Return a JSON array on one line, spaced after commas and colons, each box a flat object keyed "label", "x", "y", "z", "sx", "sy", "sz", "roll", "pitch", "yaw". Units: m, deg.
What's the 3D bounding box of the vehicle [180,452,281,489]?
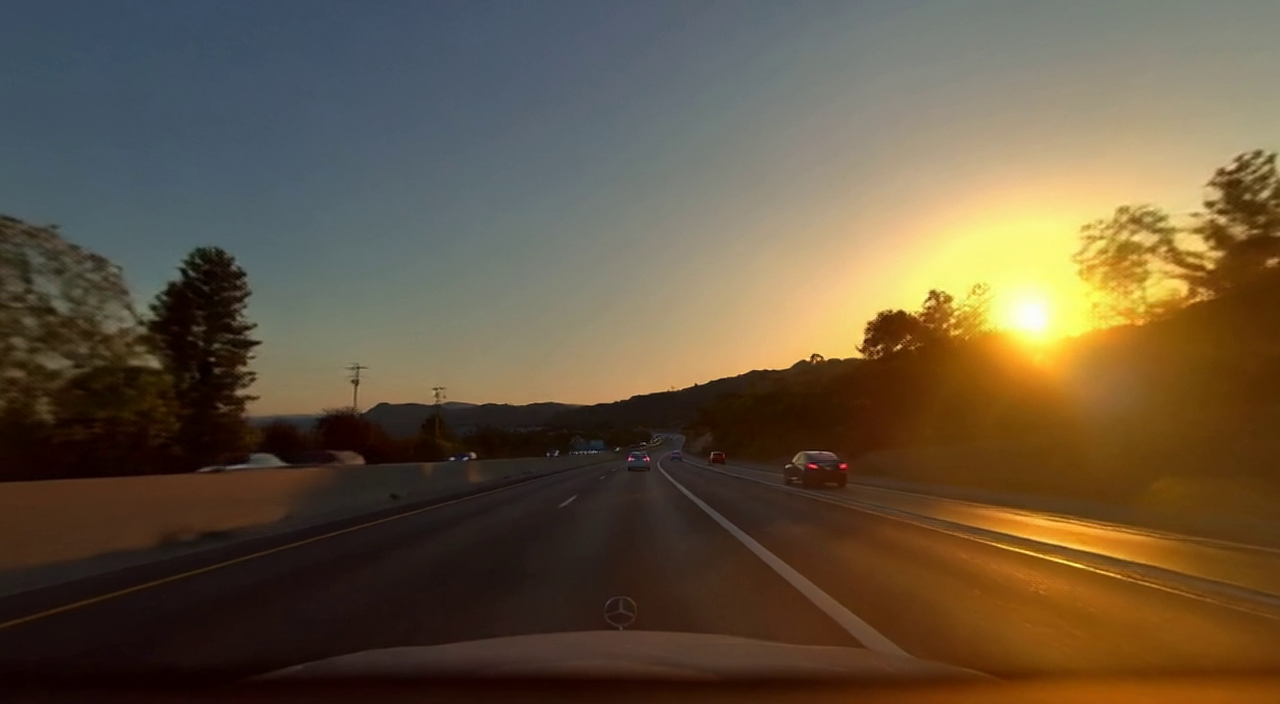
[{"label": "vehicle", "x": -19.067, "y": 5.510, "z": 29.424, "sx": 1.892, "sy": 1.558, "sz": 4.148, "roll": 0, "pitch": -9, "yaw": 0}]

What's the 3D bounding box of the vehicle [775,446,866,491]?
[{"label": "vehicle", "x": 6.783, "y": 4.415, "z": 24.126, "sx": 2.008, "sy": 1.533, "sz": 4.592, "roll": 0, "pitch": -9, "yaw": -1}]

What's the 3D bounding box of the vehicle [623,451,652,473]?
[{"label": "vehicle", "x": -0.148, "y": 8.028, "z": 45.920, "sx": 2.025, "sy": 1.526, "sz": 4.181, "roll": 0, "pitch": -9, "yaw": 0}]

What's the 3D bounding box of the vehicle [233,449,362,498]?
[{"label": "vehicle", "x": -12.080, "y": 4.279, "z": 22.537, "sx": 2.066, "sy": 1.526, "sz": 4.529, "roll": 0, "pitch": -9, "yaw": 0}]
